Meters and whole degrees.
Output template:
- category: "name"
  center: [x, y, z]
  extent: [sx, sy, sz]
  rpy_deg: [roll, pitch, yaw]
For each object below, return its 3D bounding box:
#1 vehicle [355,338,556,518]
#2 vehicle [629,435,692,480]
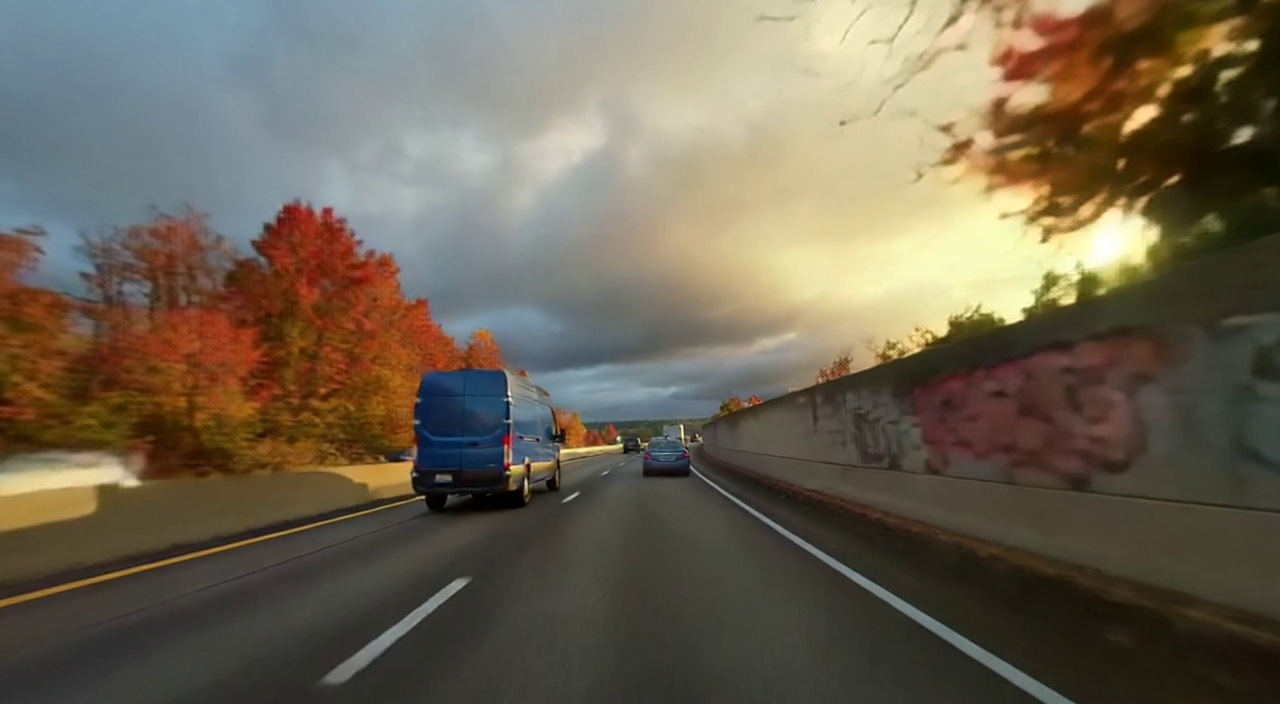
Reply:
- category: "vehicle"
  center: [-3.171, 1.512, 12.299]
  extent: [2.334, 2.769, 5.087]
  rpy_deg: [0, -8, 0]
- category: "vehicle"
  center: [0.707, 3.766, 22.774]
  extent: [2.071, 1.487, 3.948]
  rpy_deg: [0, -8, 1]
